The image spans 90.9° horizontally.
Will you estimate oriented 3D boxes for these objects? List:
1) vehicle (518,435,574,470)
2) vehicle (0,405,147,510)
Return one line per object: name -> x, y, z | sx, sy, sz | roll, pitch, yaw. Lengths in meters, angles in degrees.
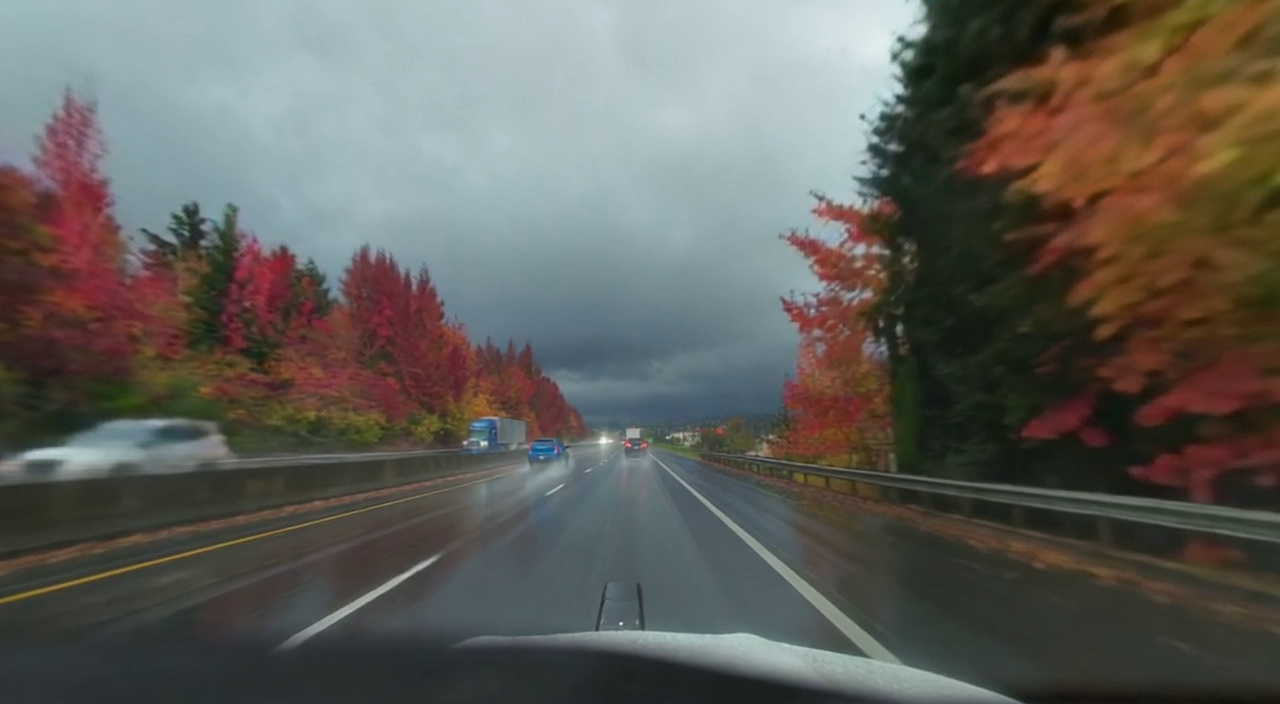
vehicle -> -4.426, 4.800, 30.208 | 2.002, 1.553, 4.247 | 0, -8, 0
vehicle -> -12.091, 1.927, 11.576 | 2.098, 1.796, 4.845 | 0, -8, 0
